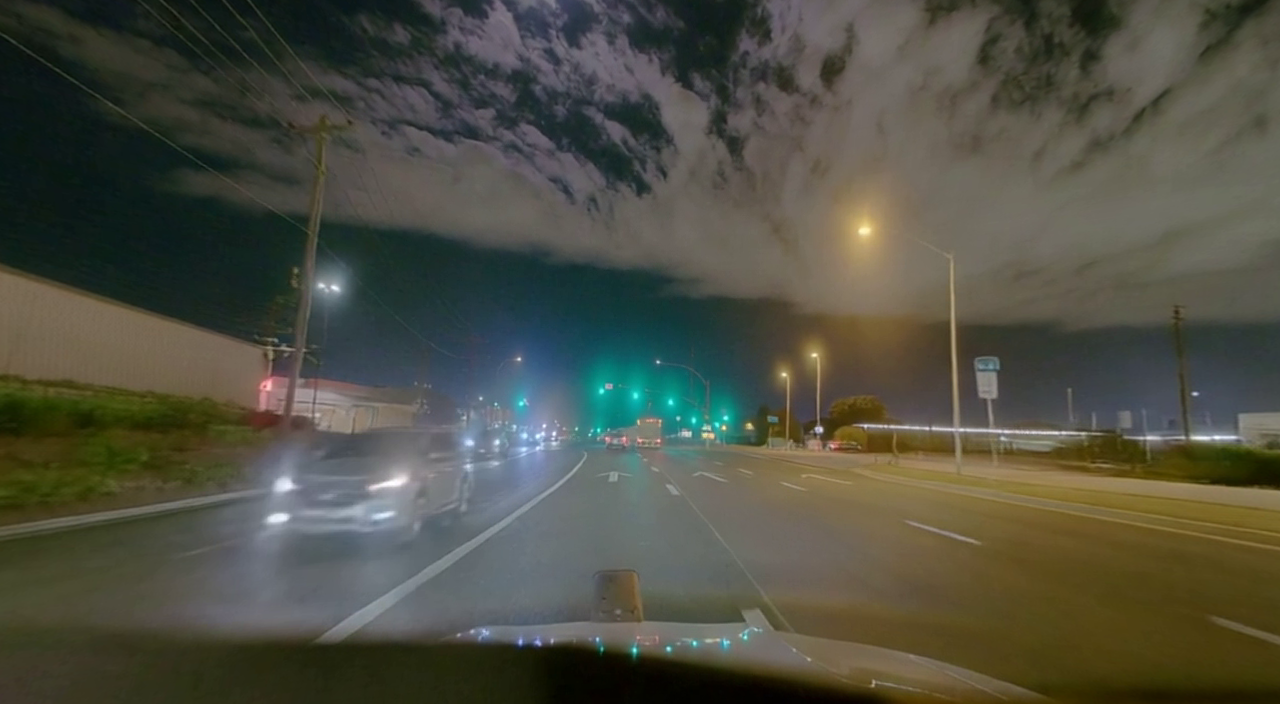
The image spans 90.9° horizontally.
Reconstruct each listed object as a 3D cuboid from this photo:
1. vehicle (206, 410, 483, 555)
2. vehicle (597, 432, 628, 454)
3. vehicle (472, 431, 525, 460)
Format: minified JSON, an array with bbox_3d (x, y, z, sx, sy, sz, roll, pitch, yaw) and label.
[{"bbox_3d":[-3.712,1.684,8.853,2.003,1.562,3.862,0,-8,0],"label":"vehicle"},{"bbox_3d":[-1.943,6.344,44.014,2.060,1.491,3.873,0,-8,-3],"label":"vehicle"},{"bbox_3d":[-7.743,5.156,34.908,2.028,1.495,4.532,0,-8,-2],"label":"vehicle"}]
